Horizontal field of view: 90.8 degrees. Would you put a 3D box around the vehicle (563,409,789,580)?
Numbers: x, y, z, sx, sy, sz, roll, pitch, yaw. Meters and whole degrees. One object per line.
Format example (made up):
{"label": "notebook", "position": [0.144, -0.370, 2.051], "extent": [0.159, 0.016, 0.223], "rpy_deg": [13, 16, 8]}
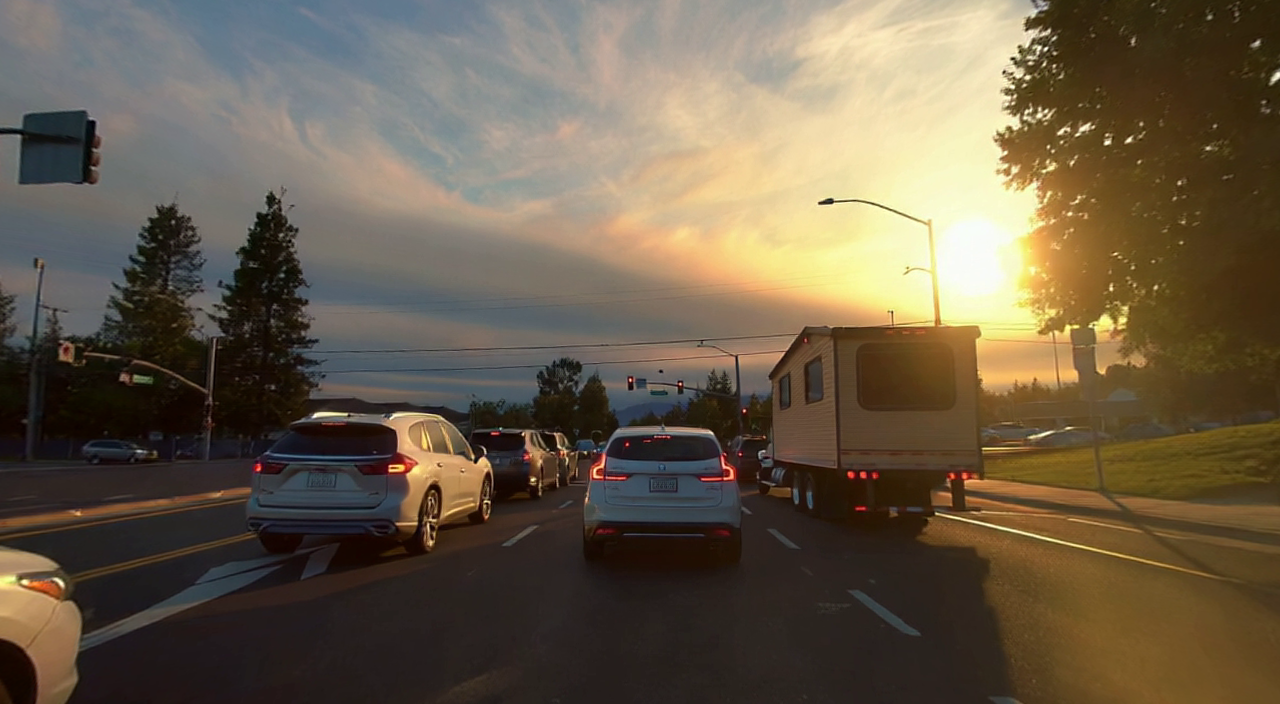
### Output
{"label": "vehicle", "position": [0.357, 1.701, 8.304], "extent": [2.189, 1.649, 4.171], "rpy_deg": [0, -9, 0]}

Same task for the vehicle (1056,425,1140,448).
{"label": "vehicle", "position": [33.154, 6.152, 45.883], "extent": [4.671, 1.595, 1.824], "rpy_deg": [-6, -10, 31]}

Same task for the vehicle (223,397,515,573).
{"label": "vehicle", "position": [-3.266, 1.713, 8.843], "extent": [2.085, 1.812, 4.388], "rpy_deg": [0, -9, 0]}

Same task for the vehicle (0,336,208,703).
{"label": "vehicle", "position": [-3.424, 0.672, 1.469], "extent": [1.952, 1.730, 4.116], "rpy_deg": [0, -9, -1]}

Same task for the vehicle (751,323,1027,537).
{"label": "vehicle", "position": [3.683, 1.402, 10.996], "extent": [2.531, 2.750, 5.595], "rpy_deg": [0, -9, 1]}
